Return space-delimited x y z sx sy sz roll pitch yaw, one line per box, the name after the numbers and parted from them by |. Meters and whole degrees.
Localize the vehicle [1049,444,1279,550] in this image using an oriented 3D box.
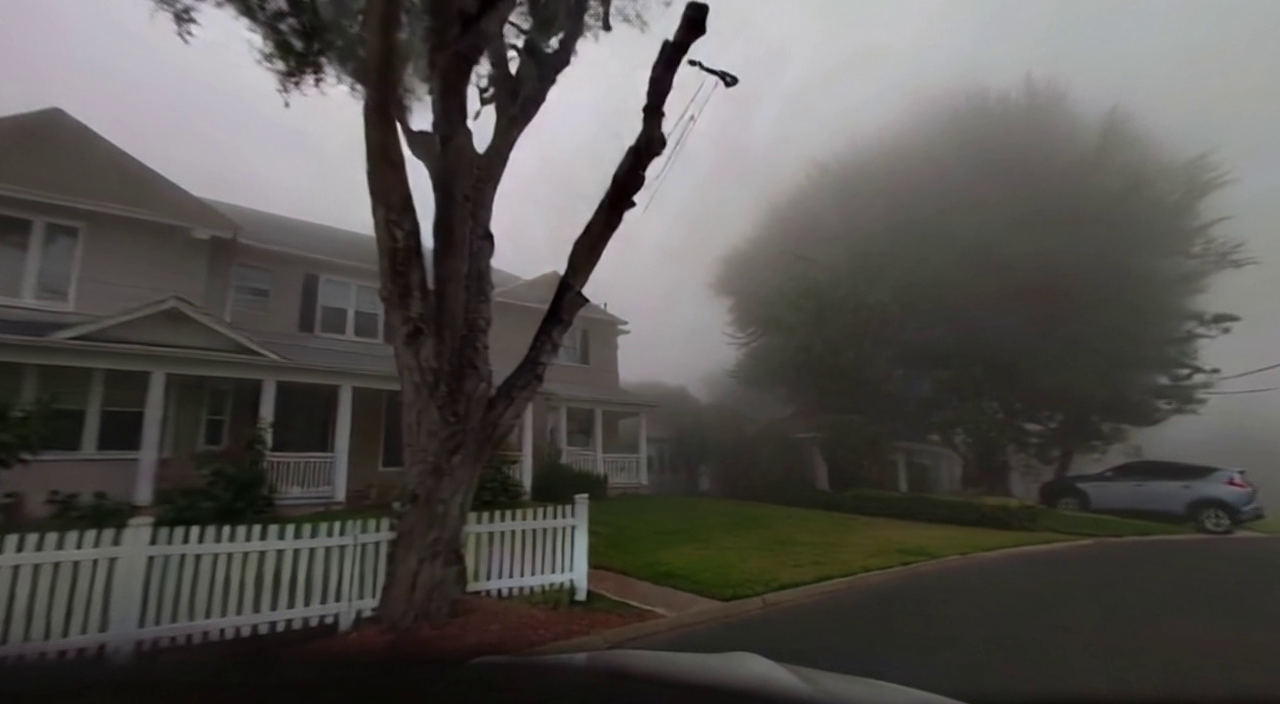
12.144 3.061 14.009 2.471 1.595 4.537 5 -5 -33 | vehicle
